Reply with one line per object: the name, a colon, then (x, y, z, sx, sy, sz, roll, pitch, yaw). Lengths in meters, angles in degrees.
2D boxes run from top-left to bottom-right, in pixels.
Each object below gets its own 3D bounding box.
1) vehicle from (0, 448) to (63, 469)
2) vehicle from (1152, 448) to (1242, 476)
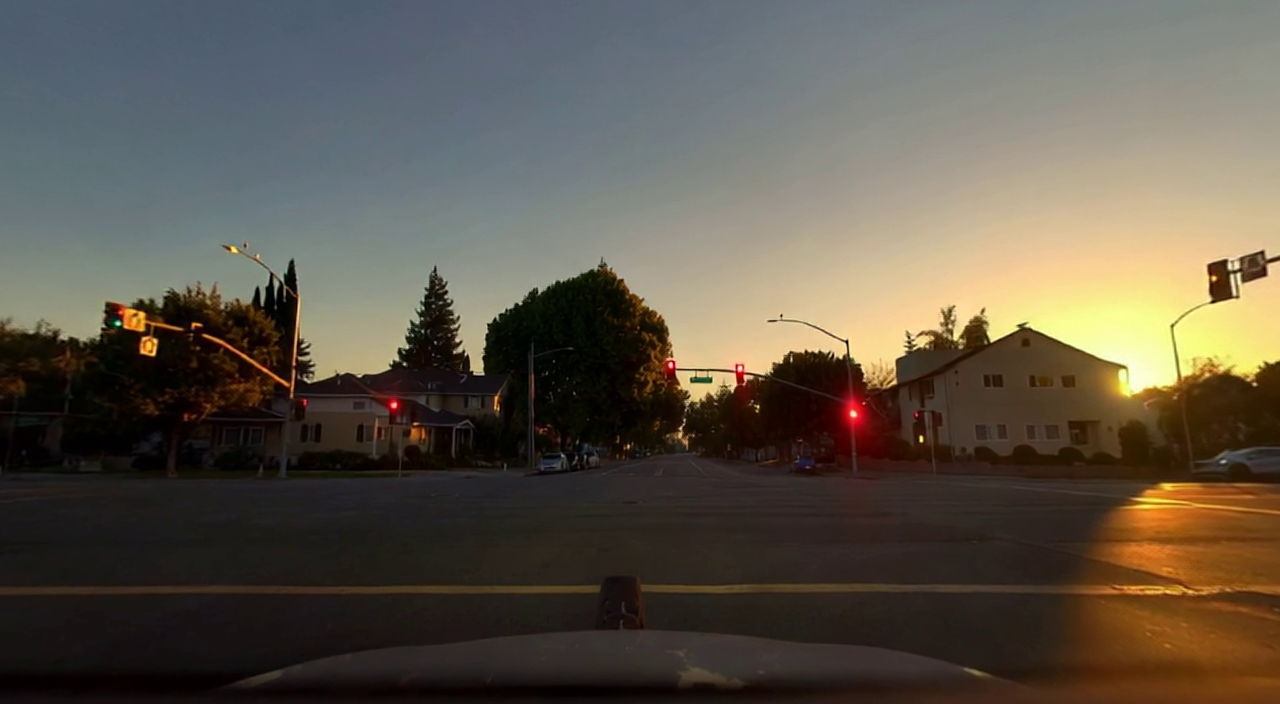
vehicle: (-44.291, 7.635, 45.356, 3.949, 1.422, 1.744, 0, -9, 1)
vehicle: (36.783, 7.240, 41.879, 1.853, 1.723, 4.460, 0, -9, 0)
